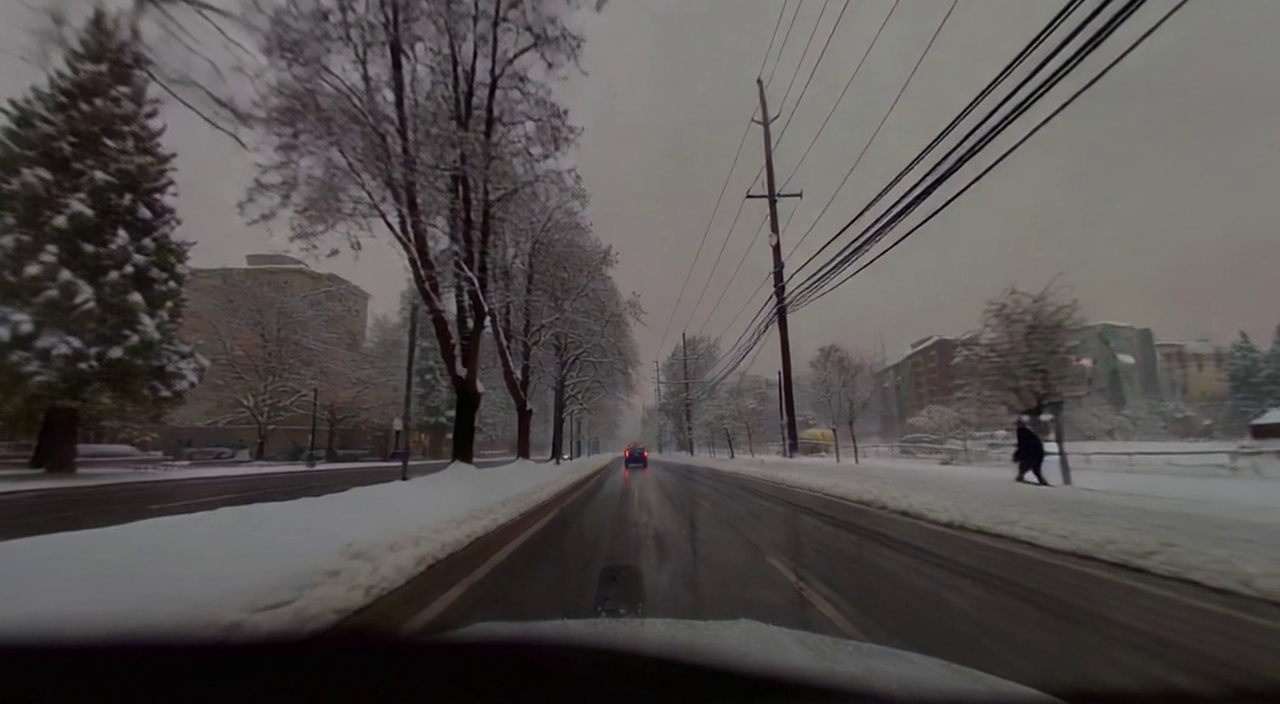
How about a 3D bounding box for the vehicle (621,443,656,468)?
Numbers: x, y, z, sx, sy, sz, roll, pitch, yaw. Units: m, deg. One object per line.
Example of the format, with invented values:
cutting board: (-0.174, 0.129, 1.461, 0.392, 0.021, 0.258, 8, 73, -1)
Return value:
vehicle: (-0.166, 6.590, 40.571, 2.109, 1.501, 4.042, 0, -8, -2)
